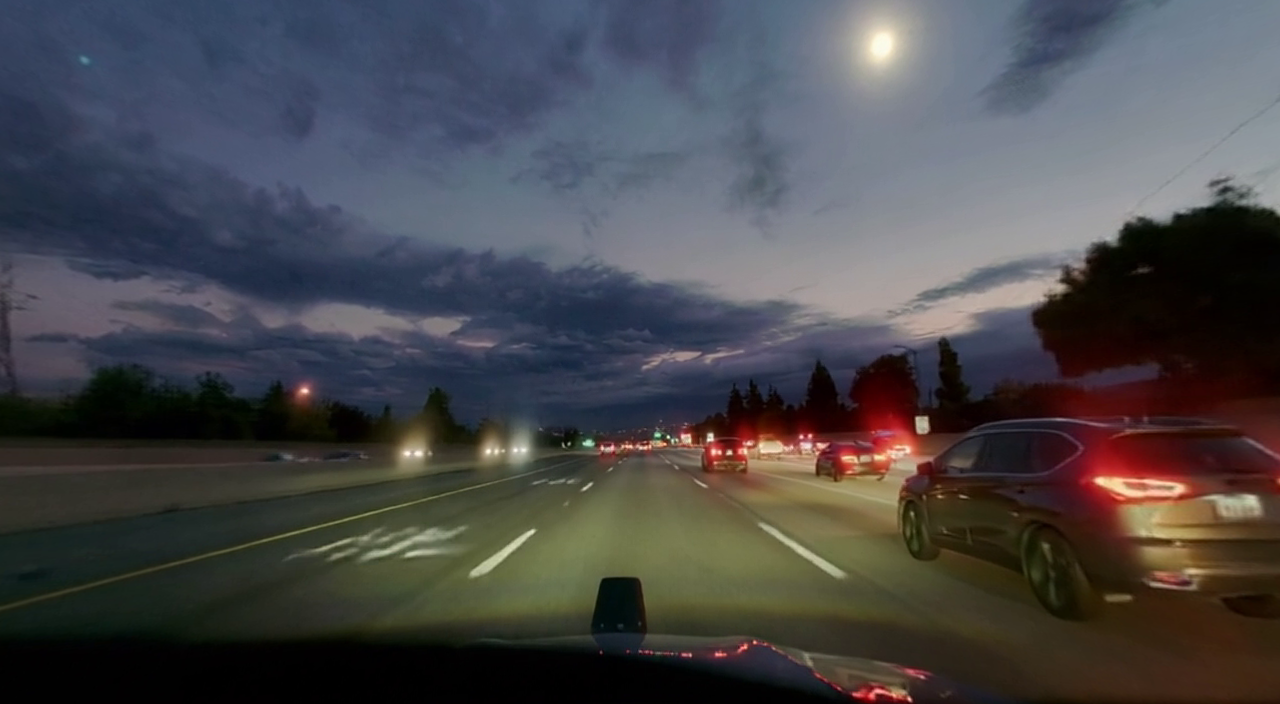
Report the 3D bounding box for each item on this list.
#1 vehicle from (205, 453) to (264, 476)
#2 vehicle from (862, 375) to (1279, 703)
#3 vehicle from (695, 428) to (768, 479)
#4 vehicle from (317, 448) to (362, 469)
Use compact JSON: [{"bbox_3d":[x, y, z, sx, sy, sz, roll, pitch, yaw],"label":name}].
[{"bbox_3d":[-26.227,7.247,40.930,1.512,1.348,3.317,0,-8,3],"label":"vehicle"},{"bbox_3d":[3.815,1.255,5.469,2.146,1.639,4.475,0,-8,0],"label":"vehicle"},{"bbox_3d":[3.924,4.468,28.163,2.442,2.022,5.466,0,-8,0],"label":"vehicle"},{"bbox_3d":[-22.251,7.887,46.851,1.588,1.423,3.497,0,-8,0],"label":"vehicle"}]
